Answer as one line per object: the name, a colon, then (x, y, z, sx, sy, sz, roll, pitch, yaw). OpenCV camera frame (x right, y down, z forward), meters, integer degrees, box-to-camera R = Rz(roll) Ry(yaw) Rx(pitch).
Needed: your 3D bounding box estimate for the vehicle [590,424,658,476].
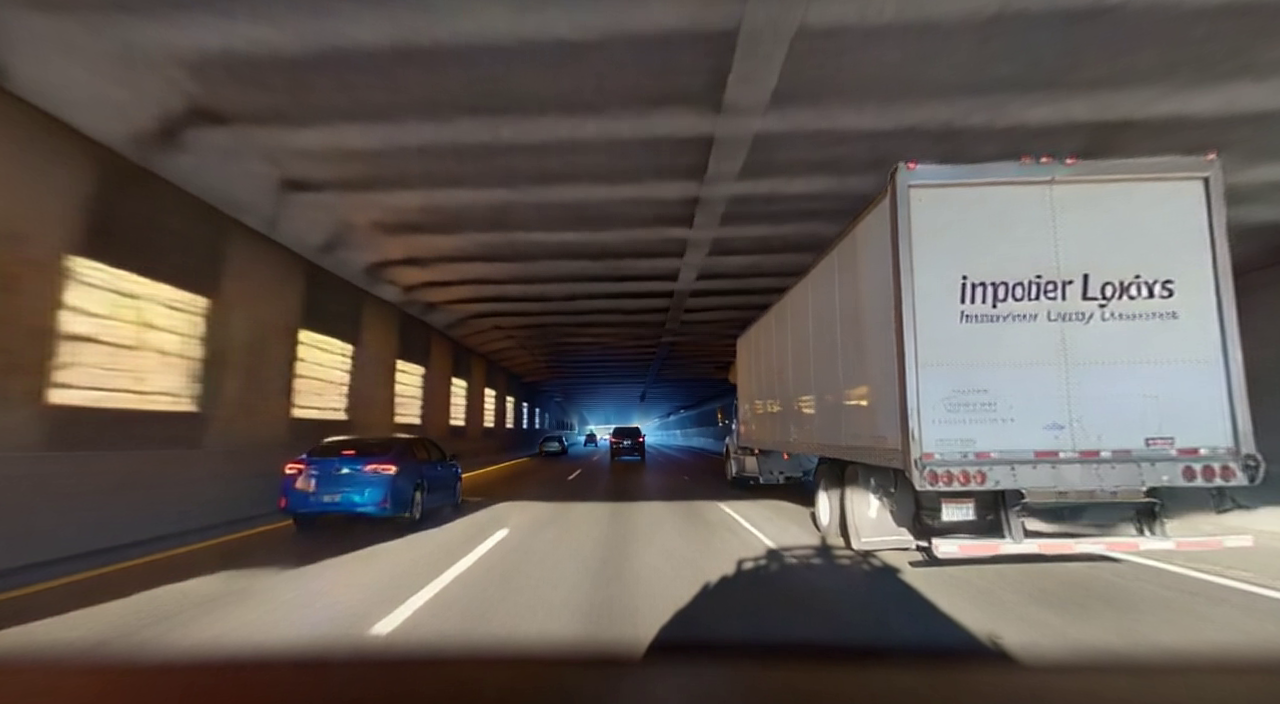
vehicle: (-0.528, 3.321, 21.561, 2.094, 1.600, 3.666, 0, -8, -1)

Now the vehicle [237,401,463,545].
vehicle: (-3.840, 1.621, 8.936, 1.826, 1.695, 2.870, 0, -8, -1)

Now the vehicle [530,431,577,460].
vehicle: (-4.611, 5.052, 34.273, 2.019, 1.435, 4.317, 0, -8, -1)

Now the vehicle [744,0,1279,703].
vehicle: (3.795, 0.101, 6.214, 2.842, 4.108, 14.081, 0, -8, -1)
